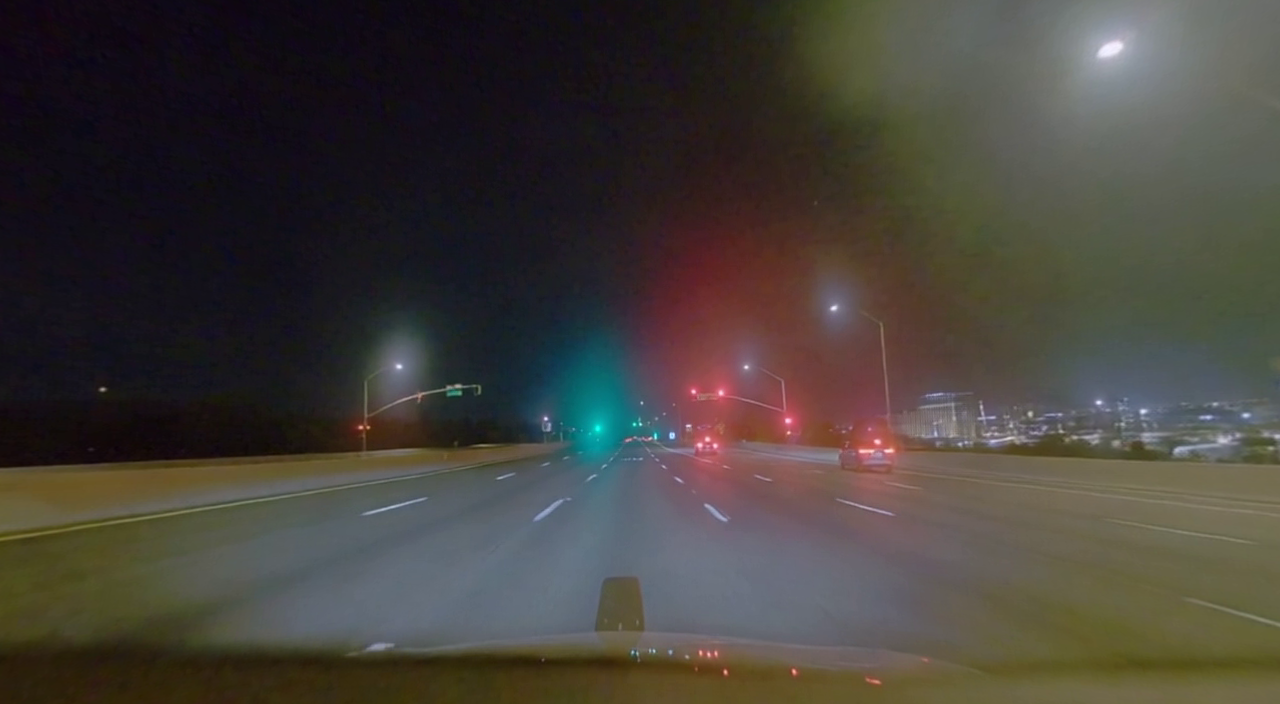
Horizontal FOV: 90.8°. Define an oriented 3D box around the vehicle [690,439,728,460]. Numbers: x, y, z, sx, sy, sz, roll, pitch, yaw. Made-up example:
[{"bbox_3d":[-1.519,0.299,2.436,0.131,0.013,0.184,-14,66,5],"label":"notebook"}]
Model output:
[{"bbox_3d":[5.036,7.189,46.724,2.187,1.475,4.529,0,-8,-1],"label":"vehicle"}]
